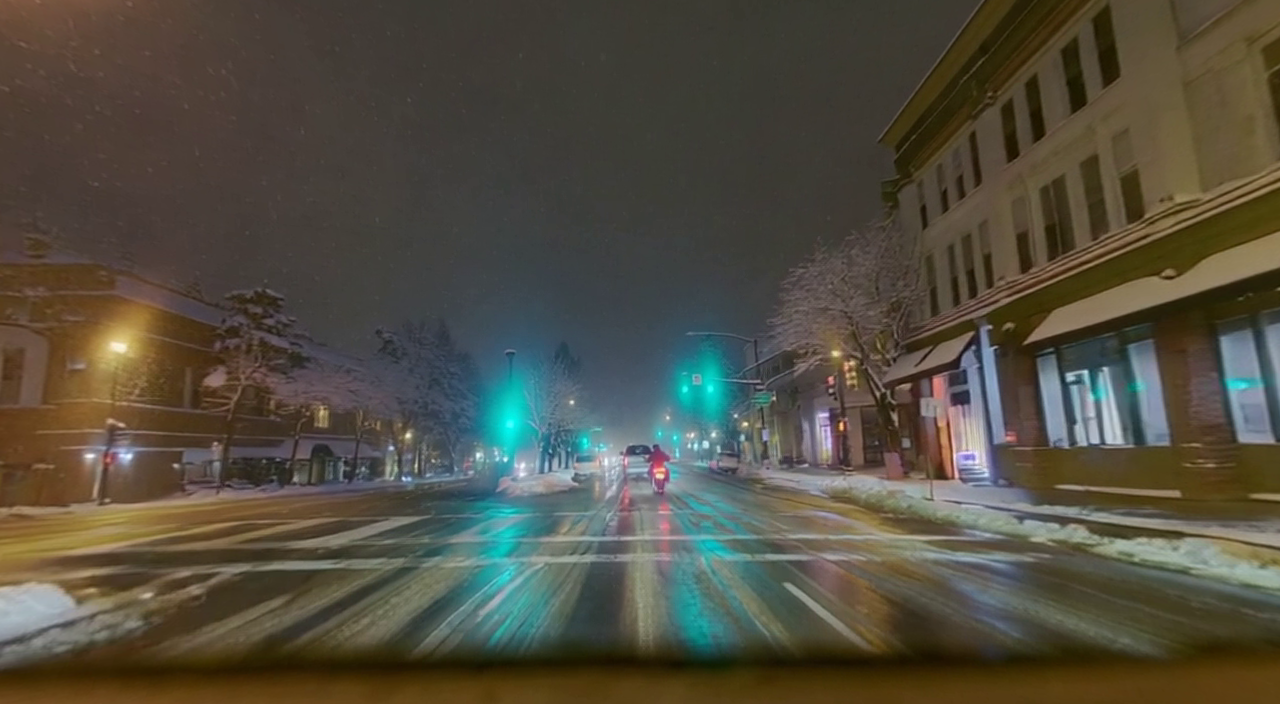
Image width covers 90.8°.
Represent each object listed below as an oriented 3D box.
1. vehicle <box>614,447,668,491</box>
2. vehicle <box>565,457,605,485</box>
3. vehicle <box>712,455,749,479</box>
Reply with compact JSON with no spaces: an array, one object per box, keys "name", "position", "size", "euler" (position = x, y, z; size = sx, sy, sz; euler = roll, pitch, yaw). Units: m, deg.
[{"name":"vehicle","position":[-0.021,5.108,27.983],"size":[2.223,1.775,4.250],"euler":[0,-9,-2]},{"name":"vehicle","position":[-3.210,7.069,37.727],"size":[2.014,1.470,4.552],"euler":[0,-9,-1]},{"name":"vehicle","position":[6.706,8.547,47.093],"size":[2.069,1.590,4.066],"euler":[0,-9,-1]}]
